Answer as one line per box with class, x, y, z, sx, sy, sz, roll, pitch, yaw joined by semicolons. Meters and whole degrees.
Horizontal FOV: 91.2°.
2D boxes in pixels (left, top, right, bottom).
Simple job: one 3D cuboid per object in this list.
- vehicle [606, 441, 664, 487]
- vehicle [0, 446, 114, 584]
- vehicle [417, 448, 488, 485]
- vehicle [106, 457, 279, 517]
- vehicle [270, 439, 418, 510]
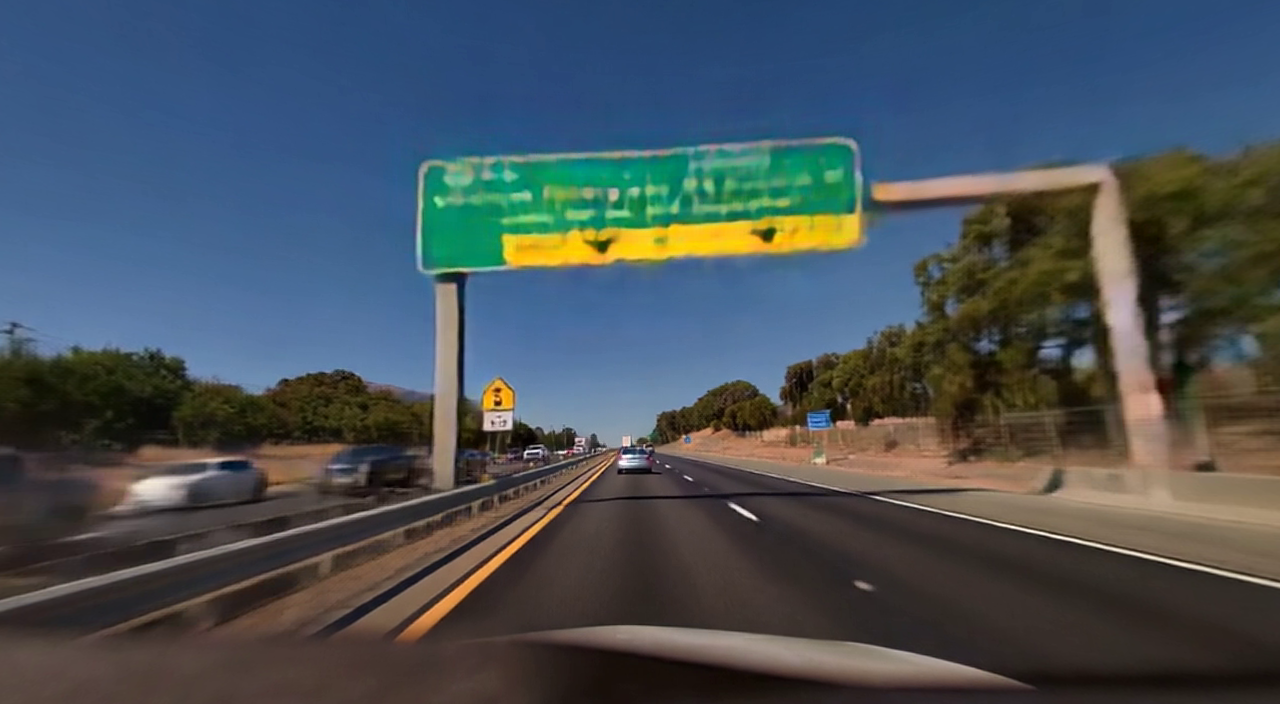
vehicle;-0.169;4.136;23.408;1.971;1.518;4.108;0;-9;0
vehicle;-8.163;1.742;6.395;1.911;1.535;4.238;0;-9;-1
vehicle;-8.584;5.262;29.100;1.977;1.549;4.521;0;-9;-1
vehicle;-13.268;3.995;19.023;1.911;1.514;4.541;0;-9;-1
vehicle;-8.010;3.327;17.507;1.981;1.681;4.398;0;-9;0
